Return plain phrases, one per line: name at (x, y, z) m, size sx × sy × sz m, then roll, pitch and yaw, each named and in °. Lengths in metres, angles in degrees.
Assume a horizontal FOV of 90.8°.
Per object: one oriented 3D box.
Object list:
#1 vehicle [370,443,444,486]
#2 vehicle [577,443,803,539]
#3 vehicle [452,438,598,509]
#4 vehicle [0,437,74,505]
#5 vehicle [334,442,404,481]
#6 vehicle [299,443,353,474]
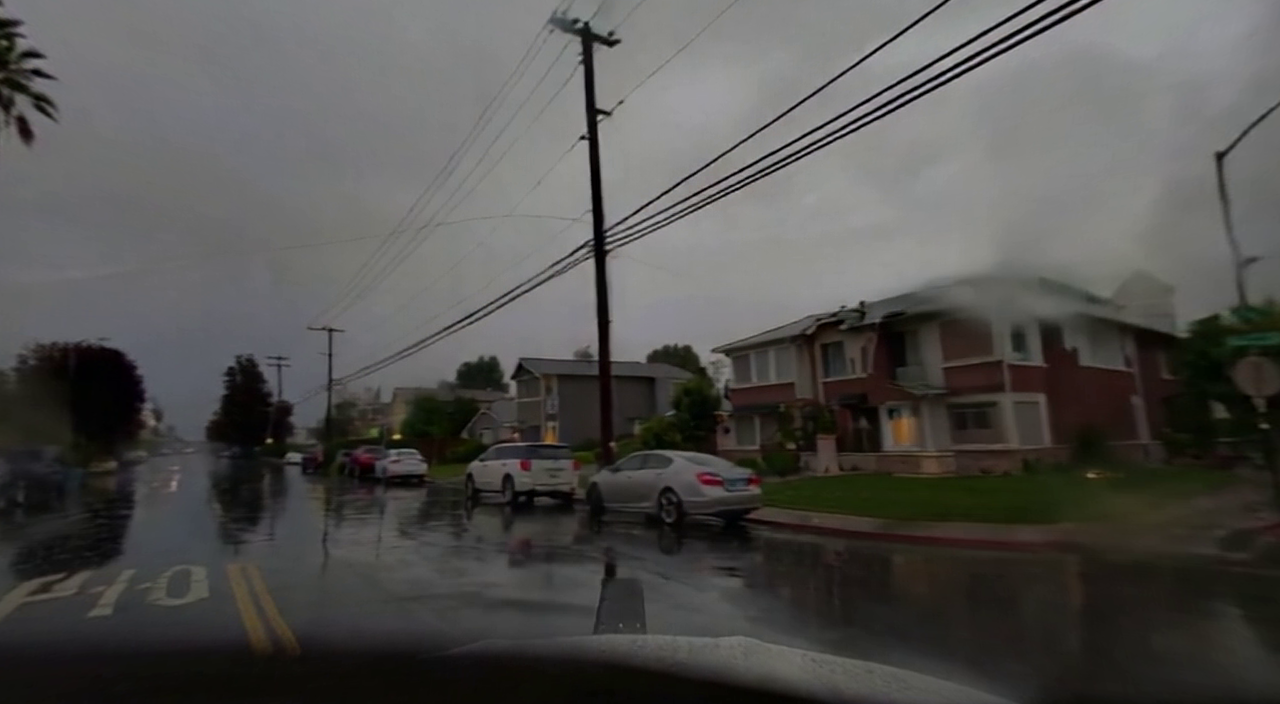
vehicle at (-10.062, 4.748, 27.051) m, size 1.894 × 1.675 × 4.294 m, roll 6°, pitch -10°, yaw -34°
vehicle at (0.698, 2.442, 11.891) m, size 1.786 × 1.437 × 4.448 m, roll 6°, pitch -10°, yaw -35°
vehicle at (-3.221, 3.179, 17.056) m, size 1.943 × 1.623 × 4.471 m, roll 7°, pitch -11°, yaw -38°
vehicle at (-20.344, 3.780, 20.507) m, size 2.300 × 1.943 × 5.744 m, roll 6°, pitch -10°, yaw -36°
vehicle at (-13.635, 5.411, 31.642) m, size 1.922 × 1.761 × 4.633 m, roll 7°, pitch -11°, yaw -39°
vehicle at (-20.310, 6.814, 40.750) m, size 2.115 × 1.826 × 4.871 m, roll 6°, pitch -11°, yaw -37°
